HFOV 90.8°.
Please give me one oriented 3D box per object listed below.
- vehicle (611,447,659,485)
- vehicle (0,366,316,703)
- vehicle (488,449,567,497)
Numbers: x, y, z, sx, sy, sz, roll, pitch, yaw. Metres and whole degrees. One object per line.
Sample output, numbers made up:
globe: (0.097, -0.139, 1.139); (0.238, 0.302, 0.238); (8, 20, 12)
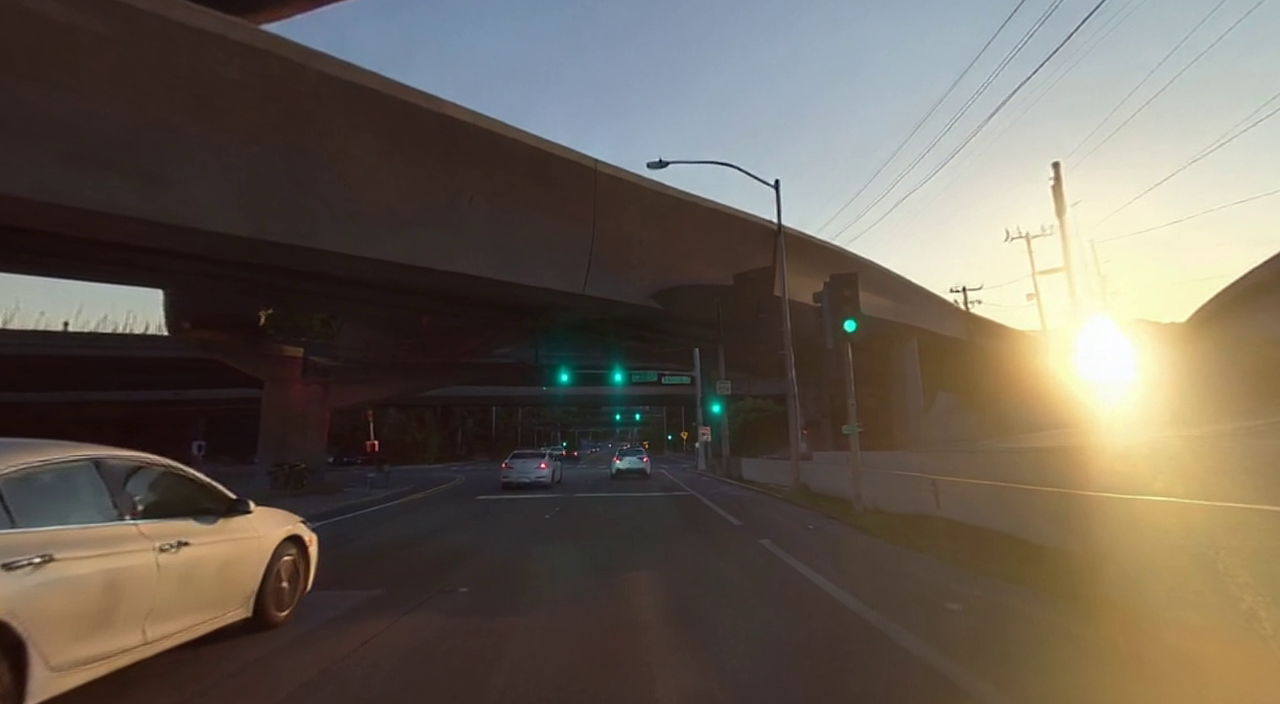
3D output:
vehicle: (-0.247, 5.106, 28.588); (1.985, 1.565, 3.968); (0, -8, -1)
vehicle: (-3.498, 0.928, 2.694); (1.925, 1.666, 4.271); (0, -8, 0)
vehicle: (-3.758, 4.101, 21.770); (1.946, 1.437, 4.154); (0, -8, 0)
